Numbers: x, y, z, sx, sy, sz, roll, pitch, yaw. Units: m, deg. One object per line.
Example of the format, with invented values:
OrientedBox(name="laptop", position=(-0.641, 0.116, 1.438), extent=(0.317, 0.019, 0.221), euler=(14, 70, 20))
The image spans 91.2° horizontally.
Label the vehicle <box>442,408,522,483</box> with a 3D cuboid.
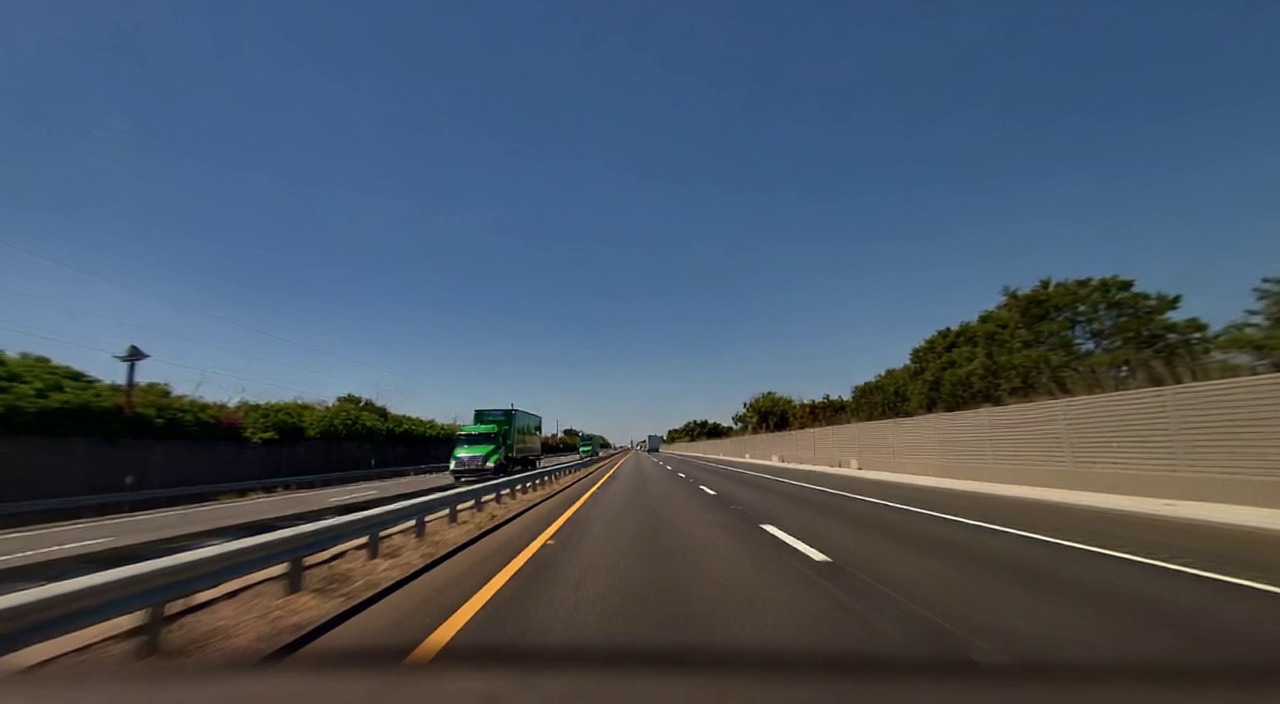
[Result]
OrientedBox(name="vehicle", position=(-8.776, 5.331, 35.667), extent=(3.025, 3.871, 5.988), euler=(0, -9, -1))
